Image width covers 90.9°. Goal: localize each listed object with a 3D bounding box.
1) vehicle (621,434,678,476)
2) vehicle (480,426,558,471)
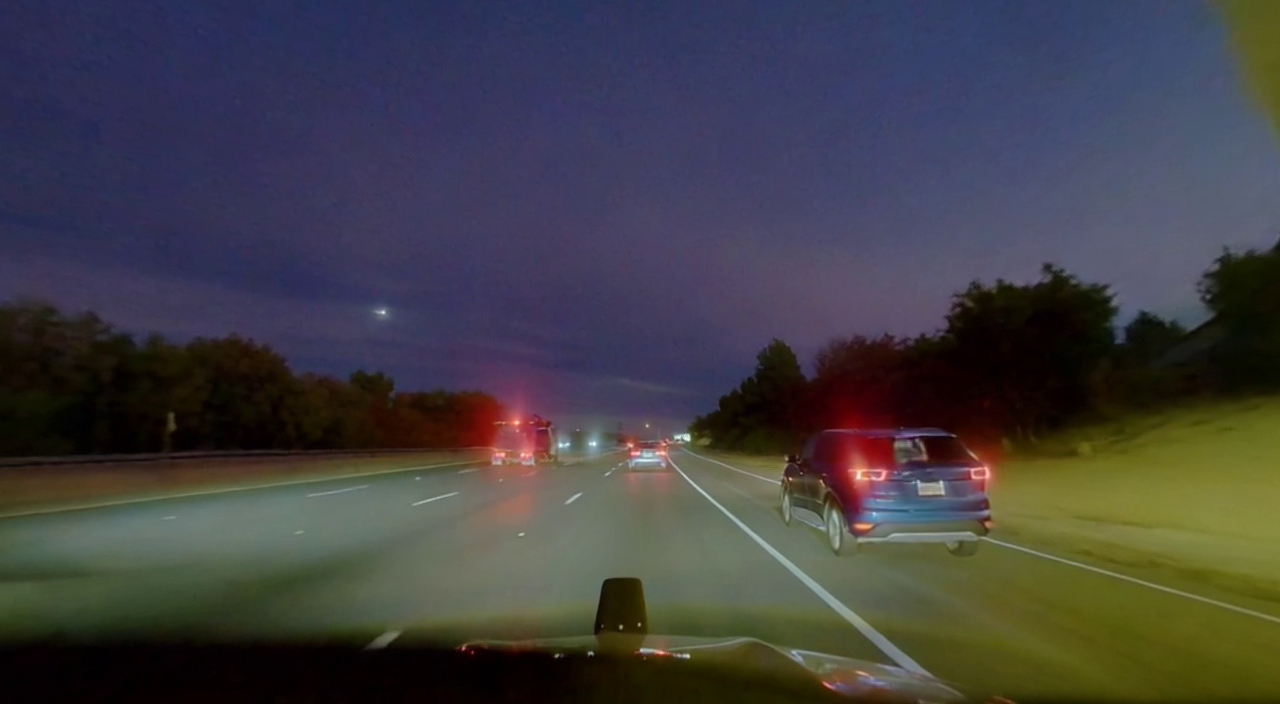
[{"bbox_3d":[0.395,4.560,28.071,2.336,1.722,4.212,0,-8,0],"label":"vehicle"},{"bbox_3d":[-6.534,5.371,35.261,2.827,2.236,7.057,0,-8,1],"label":"vehicle"}]
